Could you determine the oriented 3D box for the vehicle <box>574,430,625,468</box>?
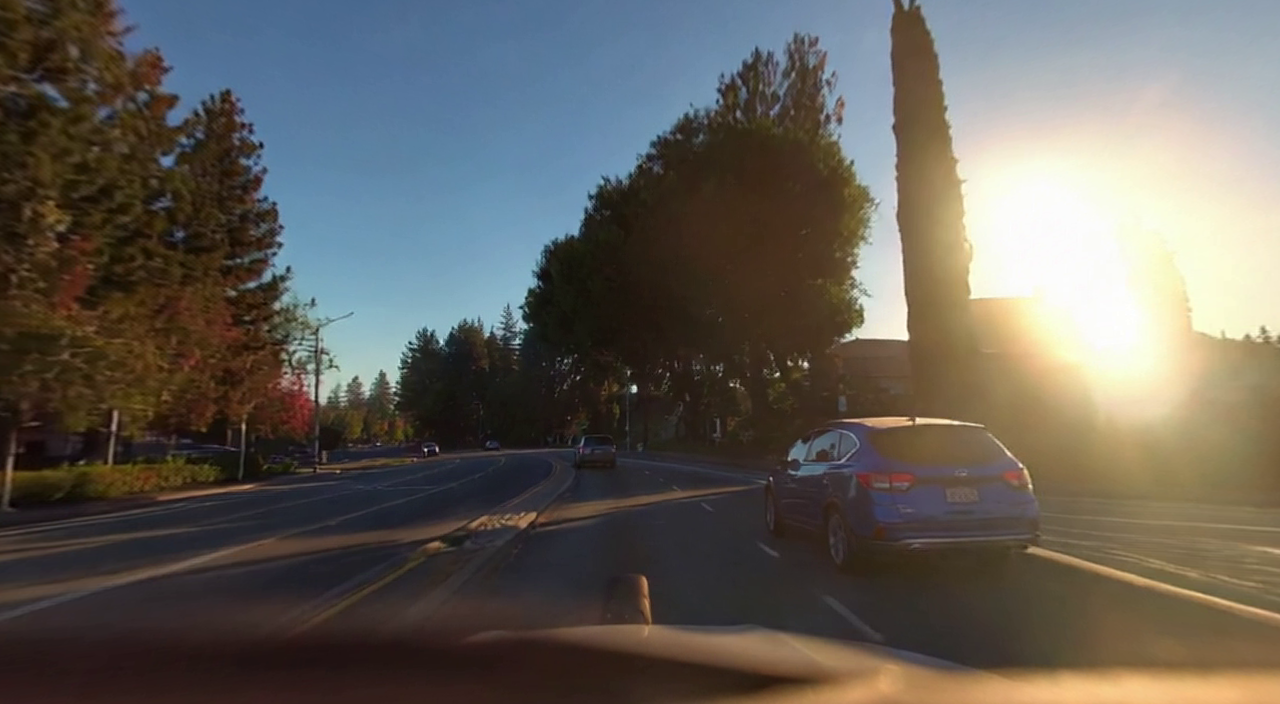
[{"bbox_3d":[-2.238,5.111,33.450,2.185,1.822,4.583,1,-8,-10],"label":"vehicle"}]

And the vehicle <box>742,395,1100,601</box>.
[{"bbox_3d":[2.703,1.525,7.560,2.024,1.686,4.588,0,-8,-2],"label":"vehicle"}]
